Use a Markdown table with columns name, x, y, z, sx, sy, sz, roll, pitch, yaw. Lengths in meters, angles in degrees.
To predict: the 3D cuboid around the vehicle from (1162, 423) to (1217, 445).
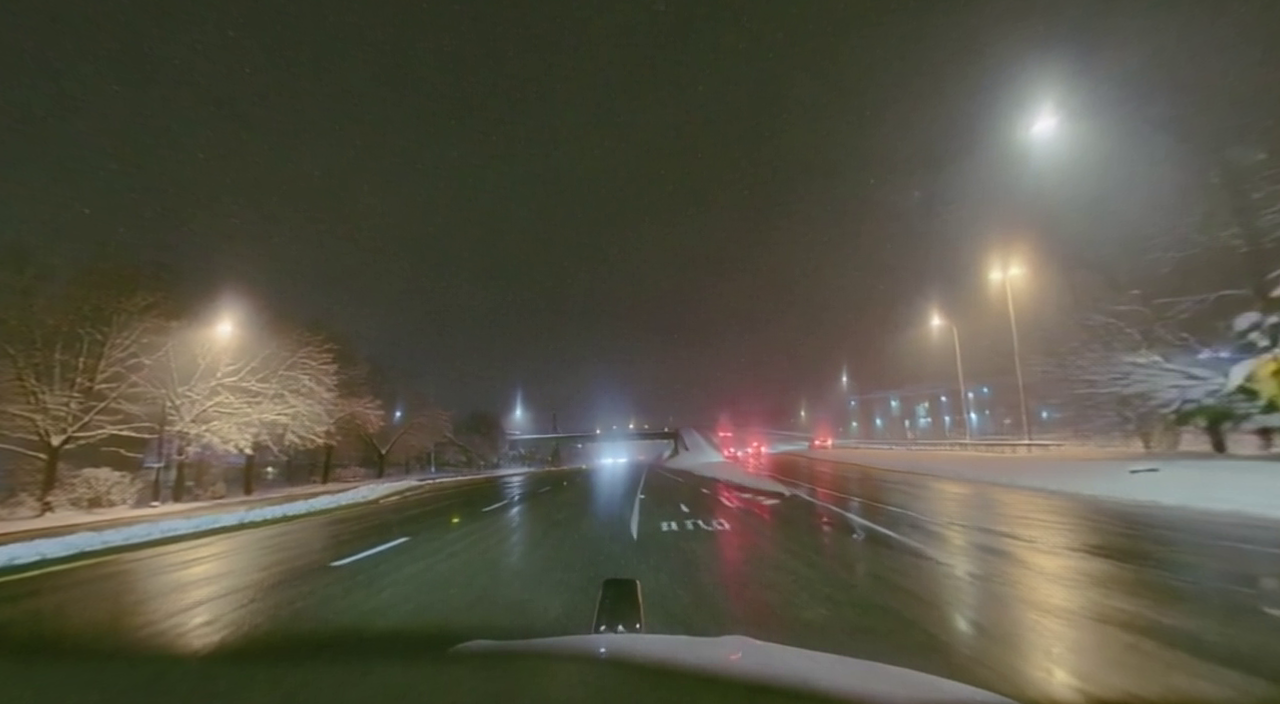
| name | x | y | z | sx | sy | sz | roll | pitch | yaw |
| --- | --- | --- | --- | --- | --- | --- | --- | --- | --- |
| vehicle | 42.566 | 6.386 | 48.922 | 3.934 | 1.573 | 1.856 | 5 | -10 | -29 |

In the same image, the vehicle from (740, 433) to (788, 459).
| name | x | y | z | sx | sy | sz | roll | pitch | yaw |
| --- | --- | --- | --- | --- | --- | --- | --- | --- | --- |
| vehicle | 7.608 | 5.803 | 39.016 | 2.048 | 1.516 | 3.874 | 0 | -8 | -2 |

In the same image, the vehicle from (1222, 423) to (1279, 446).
| name | x | y | z | sx | sy | sz | roll | pitch | yaw |
| --- | --- | --- | --- | --- | --- | --- | --- | --- | --- |
| vehicle | 41.523 | 5.516 | 42.084 | 3.580 | 1.433 | 1.872 | 0 | -9 | 0 |
